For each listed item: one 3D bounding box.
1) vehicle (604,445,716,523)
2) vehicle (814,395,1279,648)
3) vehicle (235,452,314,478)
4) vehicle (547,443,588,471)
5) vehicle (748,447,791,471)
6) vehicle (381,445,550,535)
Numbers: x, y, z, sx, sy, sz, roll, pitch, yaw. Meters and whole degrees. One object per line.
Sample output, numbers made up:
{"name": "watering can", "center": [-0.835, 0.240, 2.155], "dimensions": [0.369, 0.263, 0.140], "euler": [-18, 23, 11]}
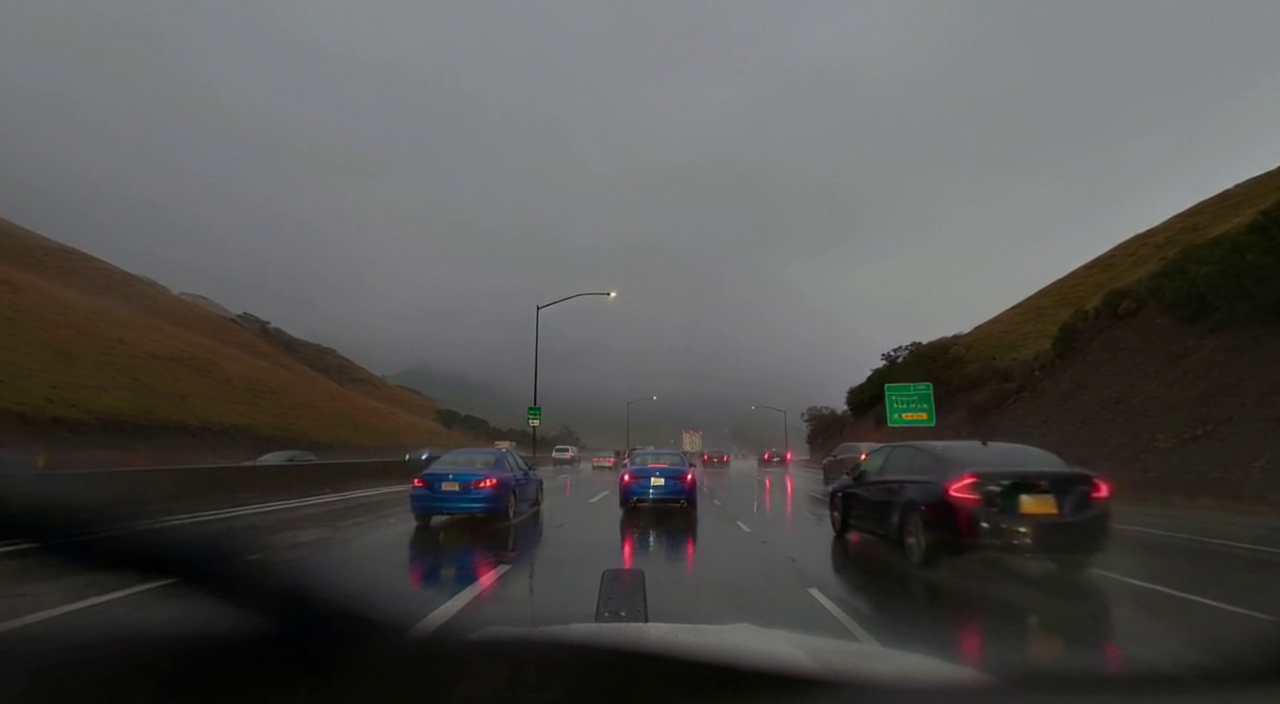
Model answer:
{"name": "vehicle", "center": [0.402, 2.745, 13.669], "dimensions": [2.072, 1.431, 3.904], "euler": [0, -9, 1]}
{"name": "vehicle", "center": [3.523, 1.502, 6.699], "dimensions": [2.083, 1.693, 4.740], "euler": [0, -9, 1]}
{"name": "vehicle", "center": [-23.297, 7.189, 40.424], "dimensions": [2.072, 1.472, 4.716], "euler": [-1, -9, 2]}
{"name": "vehicle", "center": [-5.276, 7.722, 46.493], "dimensions": [2.163, 1.899, 4.805], "euler": [-1, -9, 4]}
{"name": "vehicle", "center": [8.501, 7.045, 41.779], "dimensions": [2.097, 1.515, 4.593], "euler": [-1, -9, 2]}
{"name": "vehicle", "center": [-3.168, 2.592, 12.556], "dimensions": [2.017, 1.446, 4.384], "euler": [0, -9, 1]}
